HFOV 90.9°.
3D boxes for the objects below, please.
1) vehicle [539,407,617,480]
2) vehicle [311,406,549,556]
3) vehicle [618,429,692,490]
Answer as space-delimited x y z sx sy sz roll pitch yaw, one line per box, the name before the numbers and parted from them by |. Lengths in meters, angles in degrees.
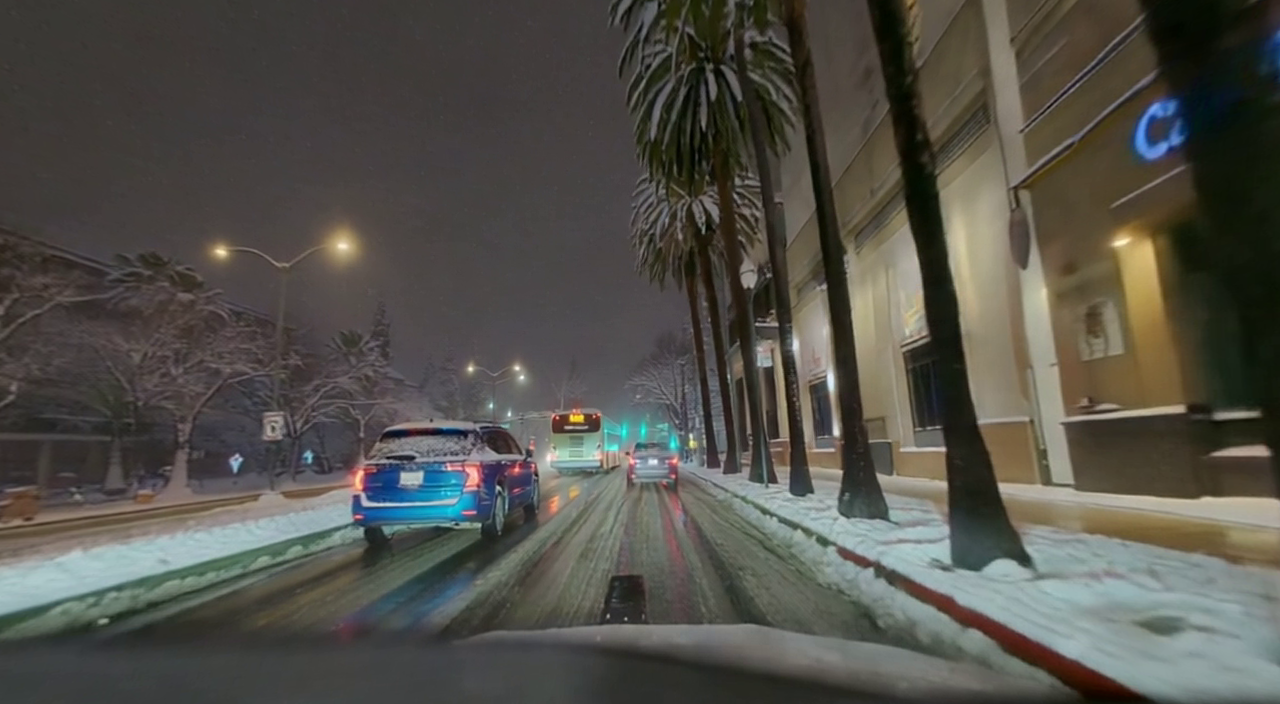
vehicle | -2.741 4.439 30.643 2.775 3.064 8.297 0 -8 1
vehicle | -2.876 1.899 9.987 2.124 1.799 4.587 0 -8 1
vehicle | 0.443 3.399 20.195 2.120 1.727 3.917 0 -8 0
